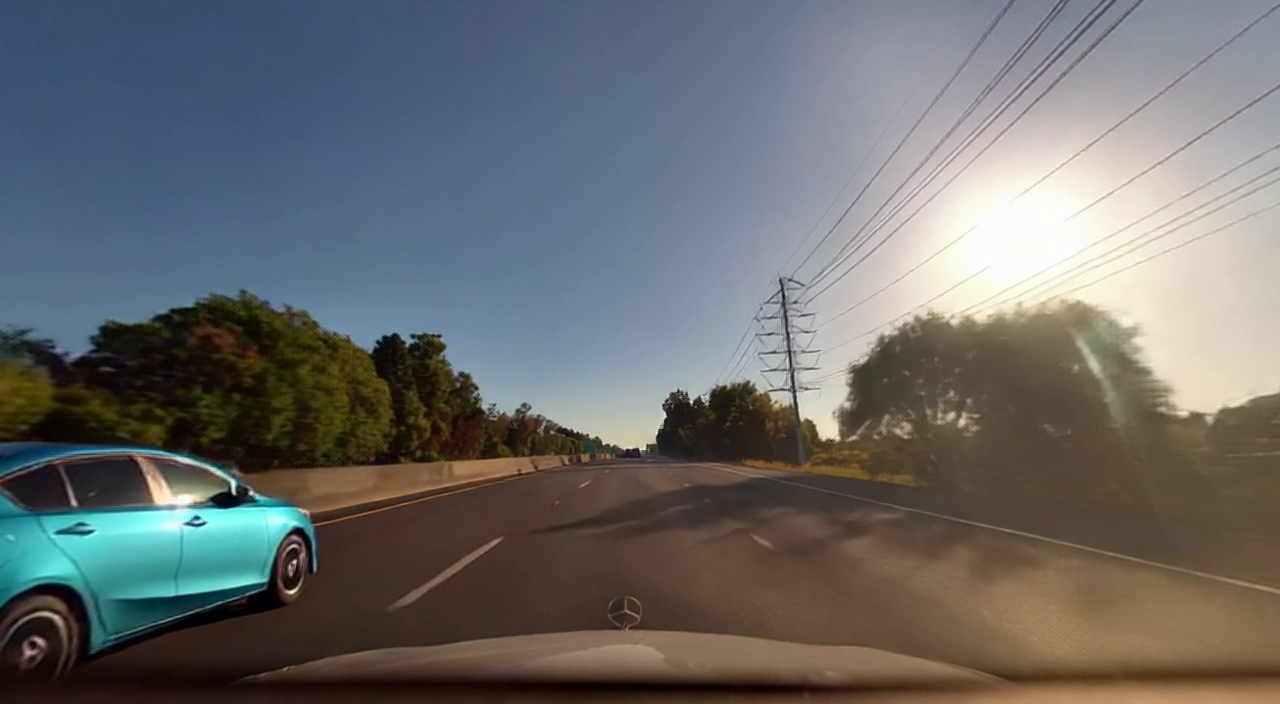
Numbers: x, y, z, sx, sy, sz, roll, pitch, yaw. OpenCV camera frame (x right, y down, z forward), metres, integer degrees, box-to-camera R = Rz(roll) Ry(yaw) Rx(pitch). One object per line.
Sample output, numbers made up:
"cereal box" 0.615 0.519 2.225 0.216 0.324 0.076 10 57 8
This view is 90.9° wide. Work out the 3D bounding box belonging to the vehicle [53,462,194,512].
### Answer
"vehicle" -20.256 5.261 25.029 1.837 1.622 4.494 0 -8 -1
